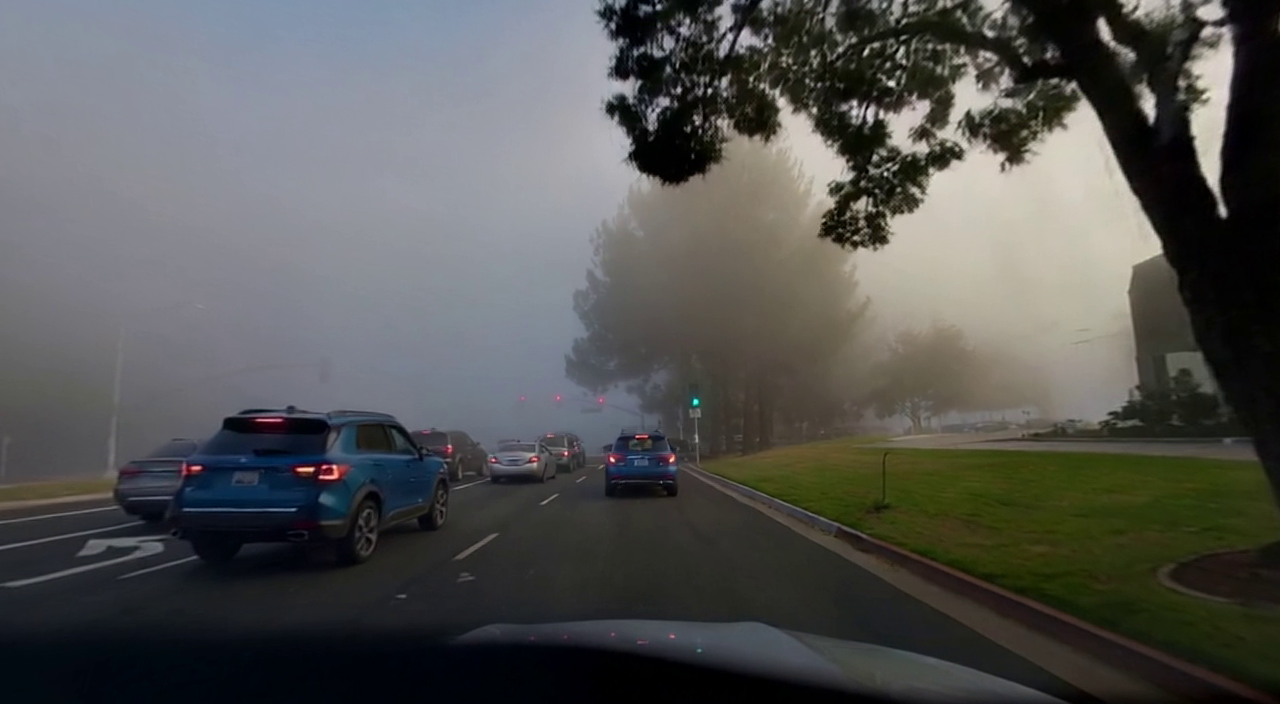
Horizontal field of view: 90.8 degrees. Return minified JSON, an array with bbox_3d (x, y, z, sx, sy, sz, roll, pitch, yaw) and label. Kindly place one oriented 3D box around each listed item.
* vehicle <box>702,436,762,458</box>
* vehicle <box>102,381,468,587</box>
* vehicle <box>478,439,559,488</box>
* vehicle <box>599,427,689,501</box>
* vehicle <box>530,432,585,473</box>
[{"bbox_3d":[6.772,7.011,46.558,4.265,1.498,1.826,-1,-9,8],"label":"vehicle"},{"bbox_3d":[-4.074,1.630,8.630,2.088,1.947,5.119,0,-9,-1],"label":"vehicle"},{"bbox_3d":[-4.103,3.843,22.040,1.942,1.523,4.212,0,-9,0],"label":"vehicle"},{"bbox_3d":[0.082,2.901,16.713,2.055,1.681,4.270,0,-9,0],"label":"vehicle"},{"bbox_3d":[-3.908,4.861,30.729,2.043,1.813,4.549,0,-9,0],"label":"vehicle"}]
